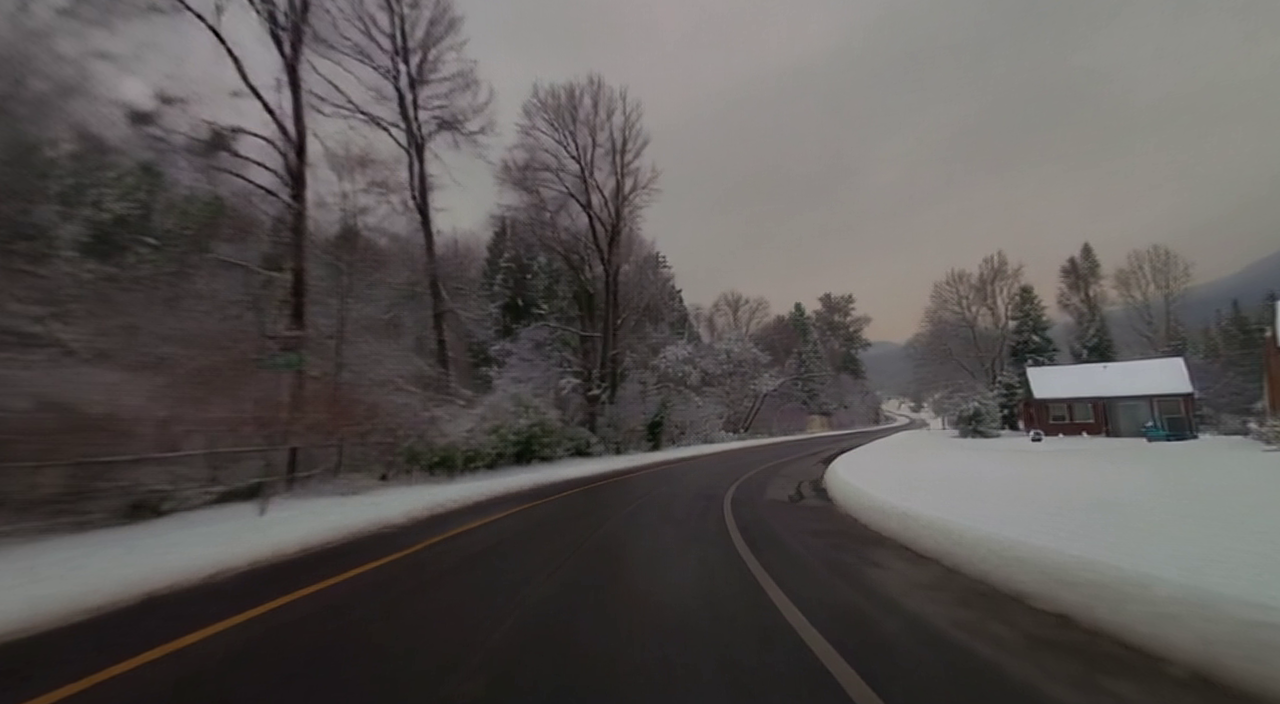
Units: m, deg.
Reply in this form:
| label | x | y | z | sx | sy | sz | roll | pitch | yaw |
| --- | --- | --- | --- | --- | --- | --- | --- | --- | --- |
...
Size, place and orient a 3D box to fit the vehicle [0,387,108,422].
| label | x | y | z | sx | sy | sz | roll | pitch | yaw |
| --- | --- | --- | --- | --- | --- | --- | --- | --- | --- |
| vehicle | -38.993 | 3.497 | 41.299 | 2.424 | 2.051 | 5.709 | -7 | -9 | 33 |
